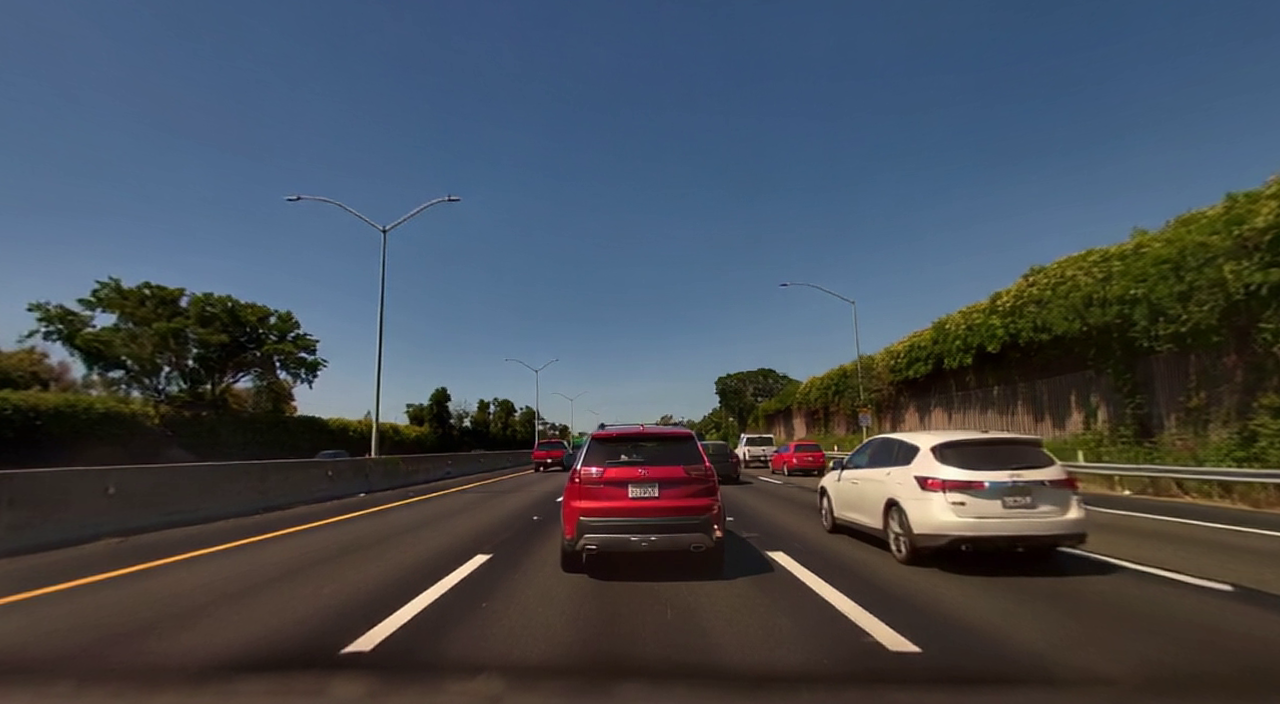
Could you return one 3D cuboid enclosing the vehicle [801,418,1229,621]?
[{"bbox_3d":[3.472,1.642,7.219,2.028,1.534,4.691,0,-9,0],"label":"vehicle"}]

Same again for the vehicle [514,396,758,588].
[{"bbox_3d":[-0.125,1.590,7.843,2.230,1.740,3.976,0,-9,-3],"label":"vehicle"}]
